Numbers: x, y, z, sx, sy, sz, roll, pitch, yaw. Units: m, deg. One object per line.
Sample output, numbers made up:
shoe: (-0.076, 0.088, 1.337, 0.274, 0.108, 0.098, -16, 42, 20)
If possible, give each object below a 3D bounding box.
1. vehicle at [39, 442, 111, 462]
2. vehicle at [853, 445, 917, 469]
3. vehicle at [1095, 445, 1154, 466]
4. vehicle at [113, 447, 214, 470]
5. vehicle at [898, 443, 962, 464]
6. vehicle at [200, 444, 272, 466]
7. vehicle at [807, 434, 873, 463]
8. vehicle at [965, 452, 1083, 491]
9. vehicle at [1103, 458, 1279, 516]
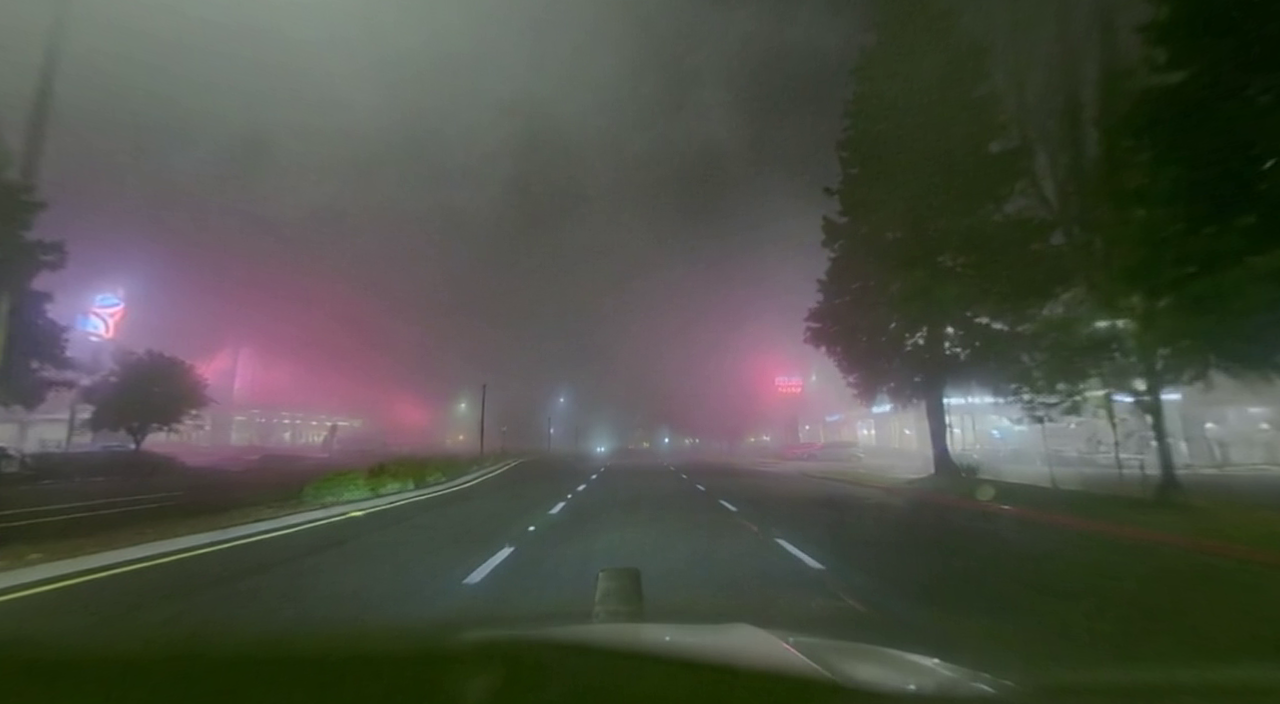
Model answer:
vehicle: (-43.031, 7.614, 48.159, 3.754, 1.427, 1.821, 0, -8, 1)
vehicle: (15.743, 6.759, 40.900, 1.936, 1.464, 4.867, 1, -9, -5)
vehicle: (36.382, 7.738, 47.575, 1.609, 1.450, 3.642, 1, -8, 1)
vehicle: (-30.521, 6.807, 40.517, 4.880, 1.464, 1.953, 0, -8, 1)
vehicle: (21.856, 7.667, 47.803, 1.908, 1.469, 4.354, 3, -9, -18)
vehicle: (-30.497, 7.792, 47.737, 4.104, 1.576, 1.852, 0, -8, 2)
vehicle: (14.833, 7.260, 47.303, 2.189, 1.951, 5.828, 0, -9, -10)
vehicle: (16.892, 5.249, 27.928, 3.889, 1.590, 1.950, 0, -9, 0)
vehicle: (17.156, 3.999, 18.919, 4.711, 1.494, 2.224, -2, -9, 3)
